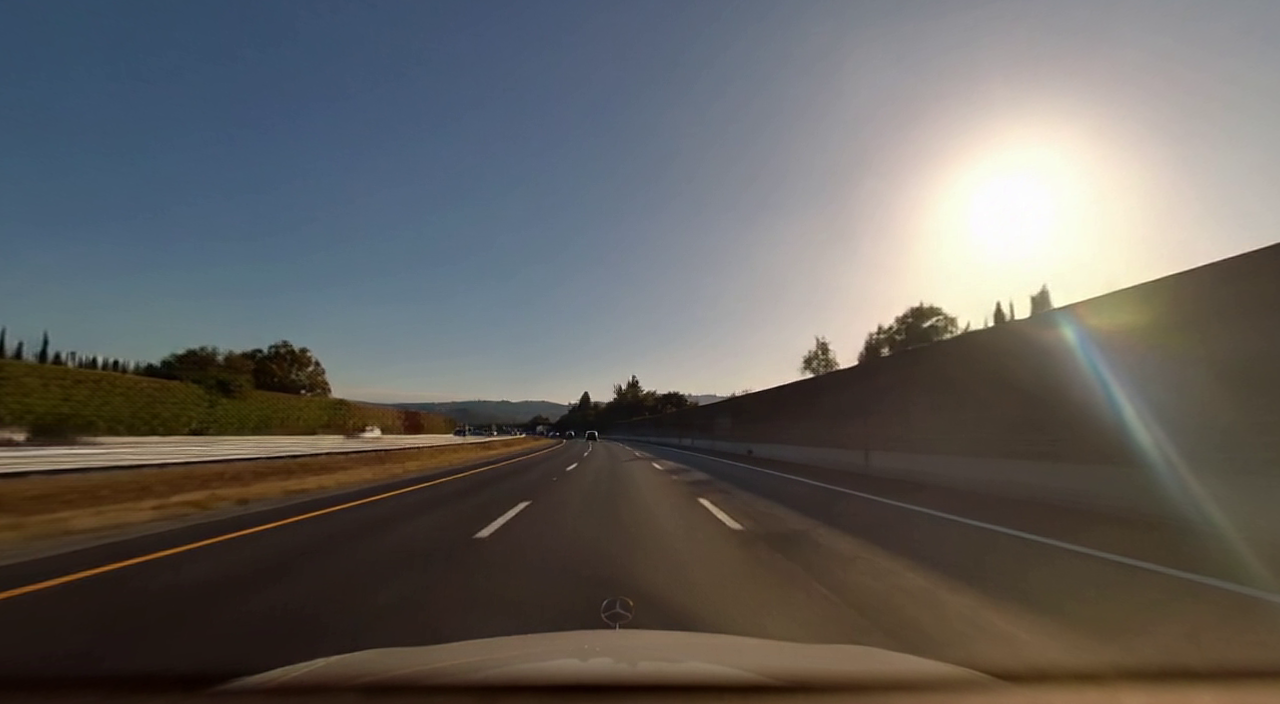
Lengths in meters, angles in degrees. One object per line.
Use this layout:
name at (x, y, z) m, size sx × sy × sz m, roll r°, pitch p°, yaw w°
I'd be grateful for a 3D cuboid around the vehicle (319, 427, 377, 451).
vehicle at (-19.188, 5.714, 41.600) m, size 1.813 × 1.500 × 4.517 m, roll 0°, pitch -8°, yaw -2°
